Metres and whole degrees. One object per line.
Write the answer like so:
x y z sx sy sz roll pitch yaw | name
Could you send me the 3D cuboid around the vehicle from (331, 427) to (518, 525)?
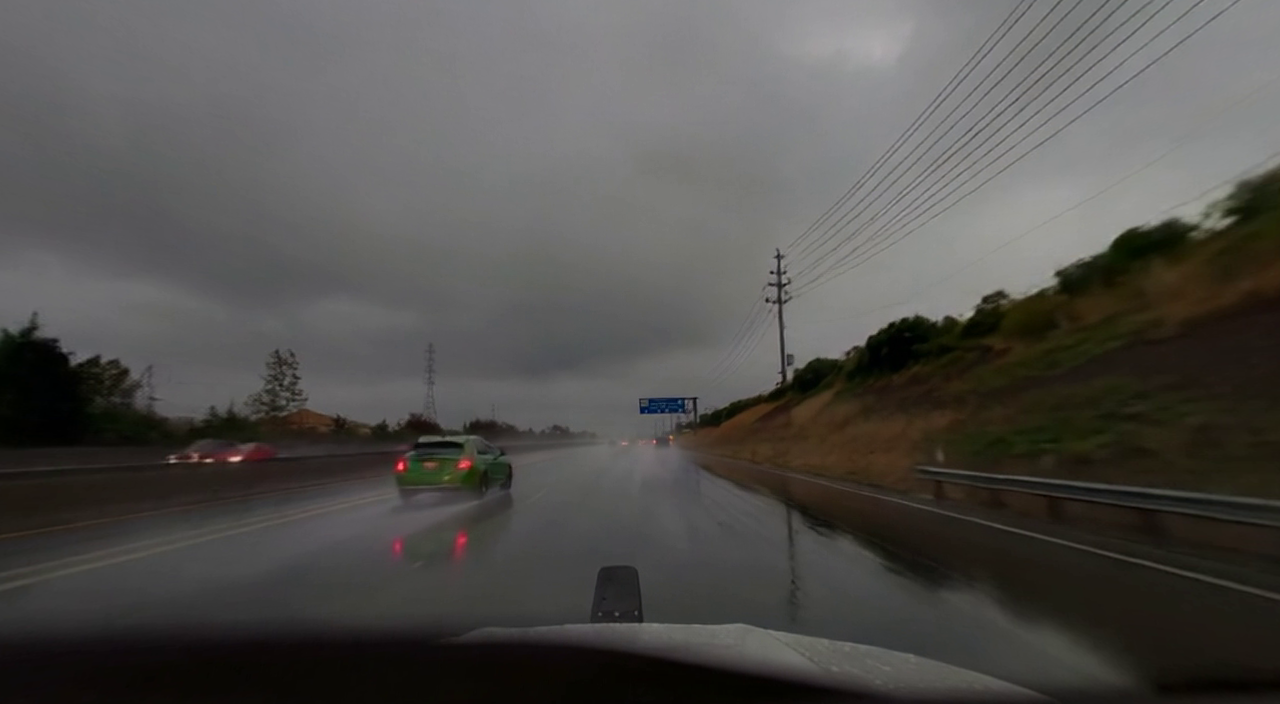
-3.933 2.332 12.570 2.016 1.543 4.870 0 -8 0 | vehicle
